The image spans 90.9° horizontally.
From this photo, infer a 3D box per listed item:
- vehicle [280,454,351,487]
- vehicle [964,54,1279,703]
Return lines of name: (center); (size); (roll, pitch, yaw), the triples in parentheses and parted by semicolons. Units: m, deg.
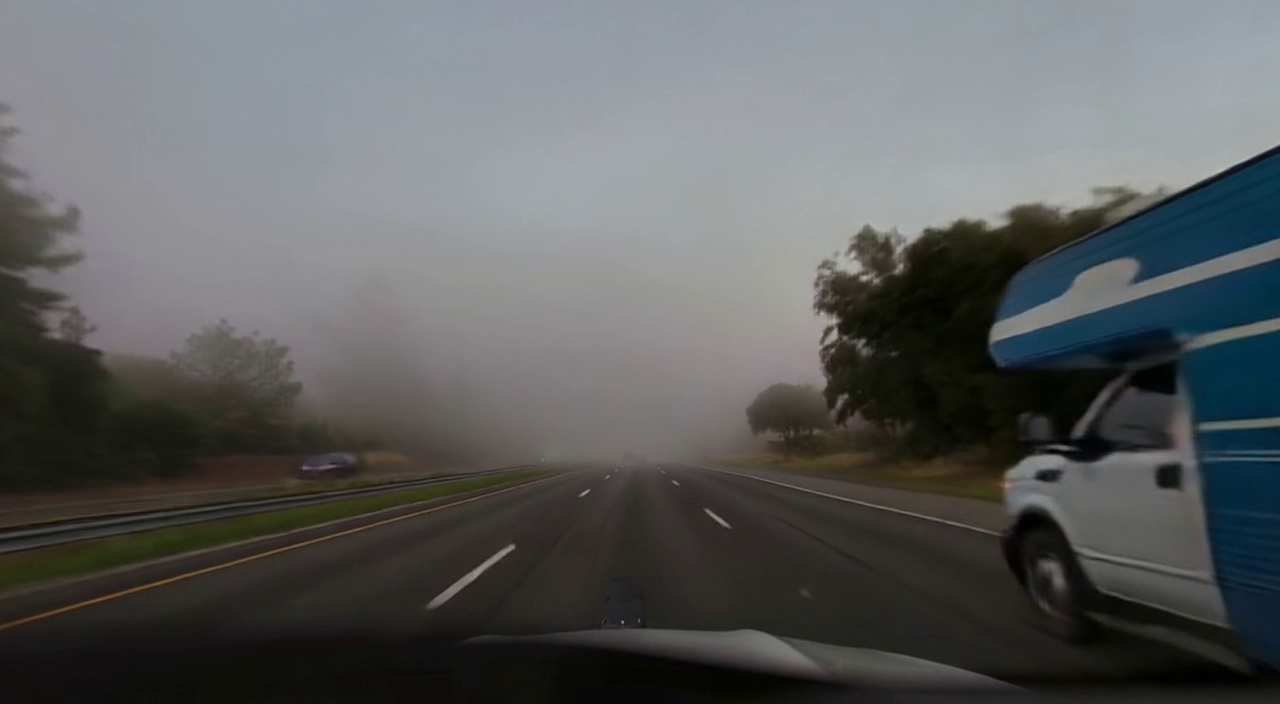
vehicle: (-18.924, 6.912, 37.011); (1.907, 1.742, 4.139); (0, -9, 0)
vehicle: (3.711, 0.100, 1.333); (2.556, 2.763, 6.287); (0, -9, -1)
